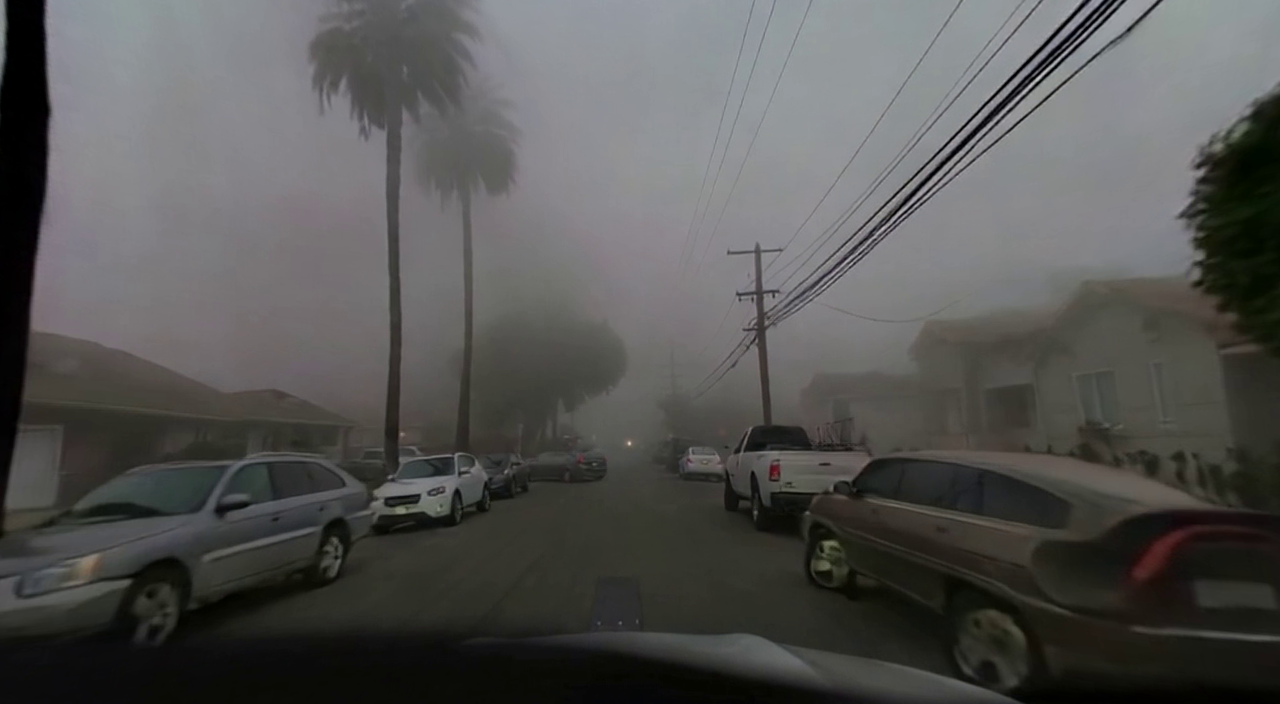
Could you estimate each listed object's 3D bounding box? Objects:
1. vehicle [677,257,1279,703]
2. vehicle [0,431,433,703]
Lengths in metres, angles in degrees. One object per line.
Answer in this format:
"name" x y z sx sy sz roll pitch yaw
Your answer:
"vehicle" 1.846 1.225 3.273 2.966 2.216 4.279 0 -9 -1
"vehicle" -3.984 1.586 5.865 2.130 1.543 5.386 0 -9 2
